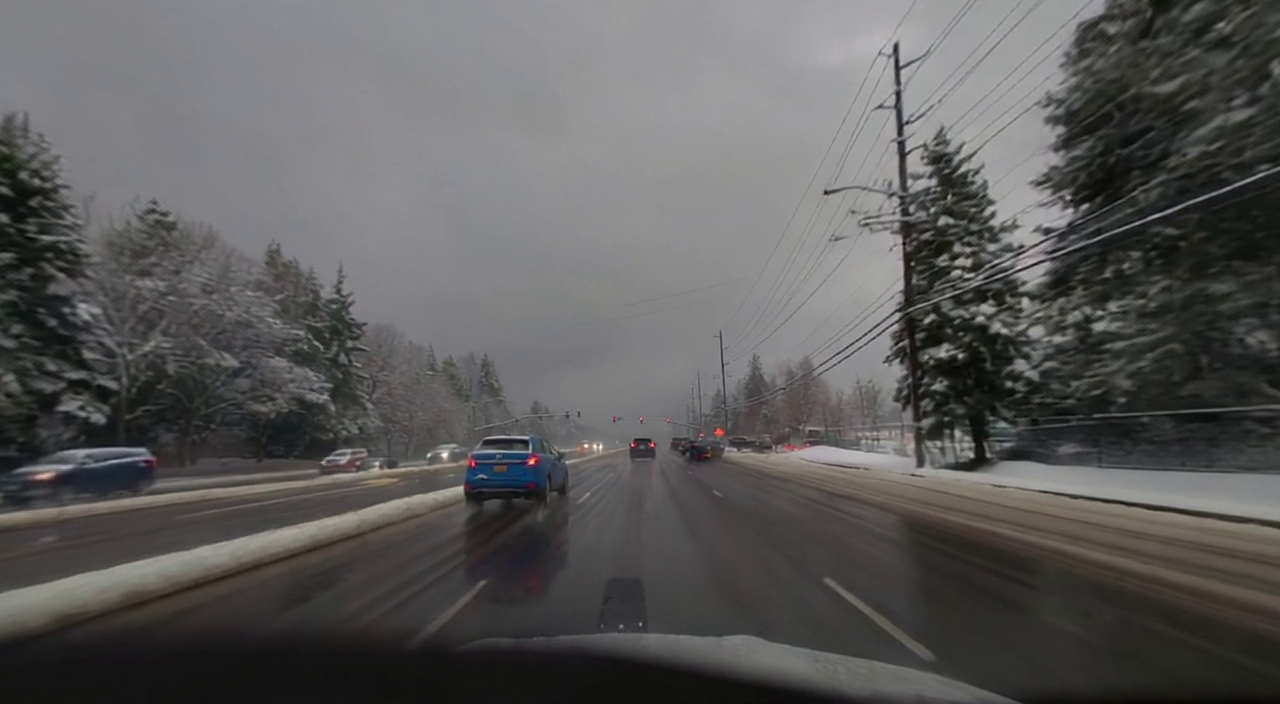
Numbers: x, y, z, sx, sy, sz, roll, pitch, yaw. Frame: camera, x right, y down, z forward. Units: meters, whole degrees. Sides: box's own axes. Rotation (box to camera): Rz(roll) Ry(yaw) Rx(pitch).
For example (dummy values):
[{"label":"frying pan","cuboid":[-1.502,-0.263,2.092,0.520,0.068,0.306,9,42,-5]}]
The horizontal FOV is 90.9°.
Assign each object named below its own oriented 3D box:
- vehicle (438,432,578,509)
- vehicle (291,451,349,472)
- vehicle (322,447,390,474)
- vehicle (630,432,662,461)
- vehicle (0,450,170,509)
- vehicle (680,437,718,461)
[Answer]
[{"label":"vehicle","cuboid":[-2.805,2.640,14.696,2.087,1.480,4.825,0,-8,2]},{"label":"vehicle","cuboid":[-23.679,8.106,46.890,1.868,1.473,4.776,0,-9,-1]},{"label":"vehicle","cuboid":[-16.756,6.406,37.497,1.913,1.488,4.507,0,-8,0]},{"label":"vehicle","cuboid":[0.368,6.364,42.712,2.060,1.845,4.151,0,-8,0]},{"label":"vehicle","cuboid":[-16.856,3.792,19.203,1.879,1.545,3.943,0,-8,2]},{"label":"vehicle","cuboid":[3.869,6.484,42.310,2.142,1.475,4.565,0,-8,0]}]
